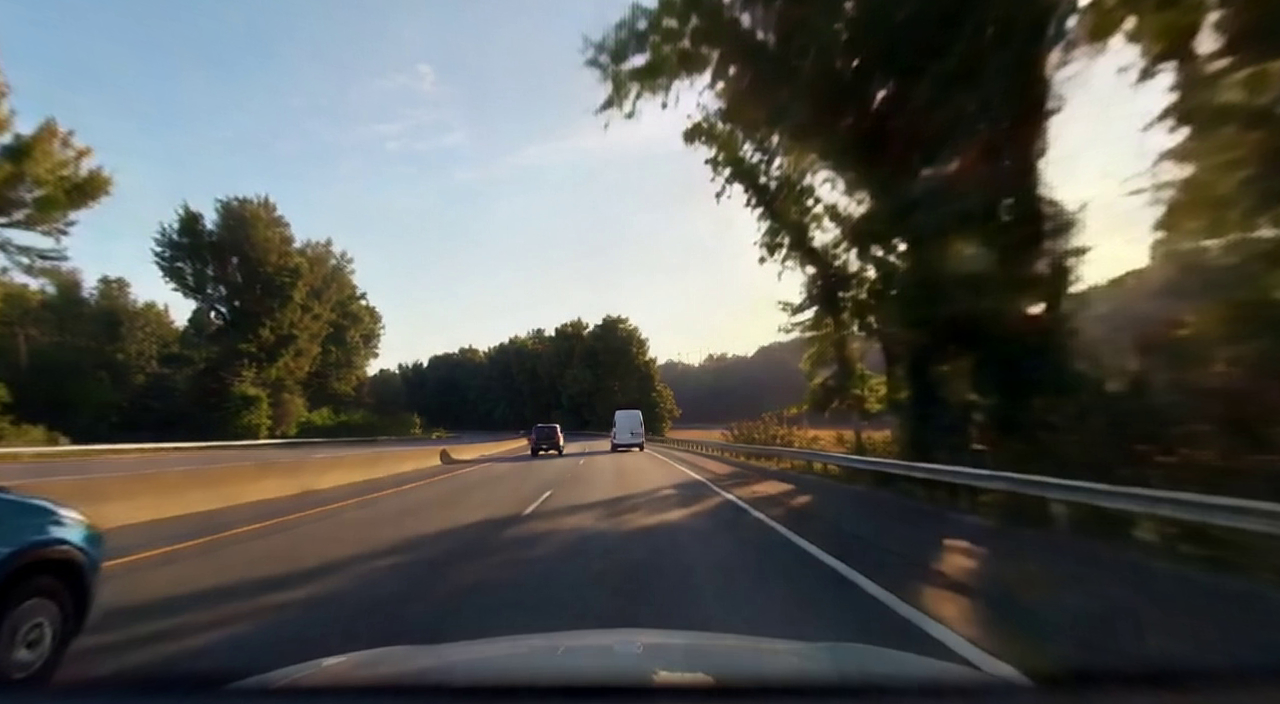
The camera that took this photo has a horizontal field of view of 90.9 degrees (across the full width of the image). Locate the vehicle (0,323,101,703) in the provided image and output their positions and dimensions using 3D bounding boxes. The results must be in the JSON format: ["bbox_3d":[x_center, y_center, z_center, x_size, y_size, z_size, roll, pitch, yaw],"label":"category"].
[{"bbox_3d":[-3.904,0.495,0.921,2.069,1.751,4.720,0,-8,-1],"label":"vehicle"}]

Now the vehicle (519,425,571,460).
[{"bbox_3d":[-4.836,4.684,32.748,2.110,1.636,4.453,0,-8,-2],"label":"vehicle"}]

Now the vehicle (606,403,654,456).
[{"bbox_3d":[-0.719,4.714,38.024,2.647,2.896,6.480,0,-8,-3],"label":"vehicle"}]
